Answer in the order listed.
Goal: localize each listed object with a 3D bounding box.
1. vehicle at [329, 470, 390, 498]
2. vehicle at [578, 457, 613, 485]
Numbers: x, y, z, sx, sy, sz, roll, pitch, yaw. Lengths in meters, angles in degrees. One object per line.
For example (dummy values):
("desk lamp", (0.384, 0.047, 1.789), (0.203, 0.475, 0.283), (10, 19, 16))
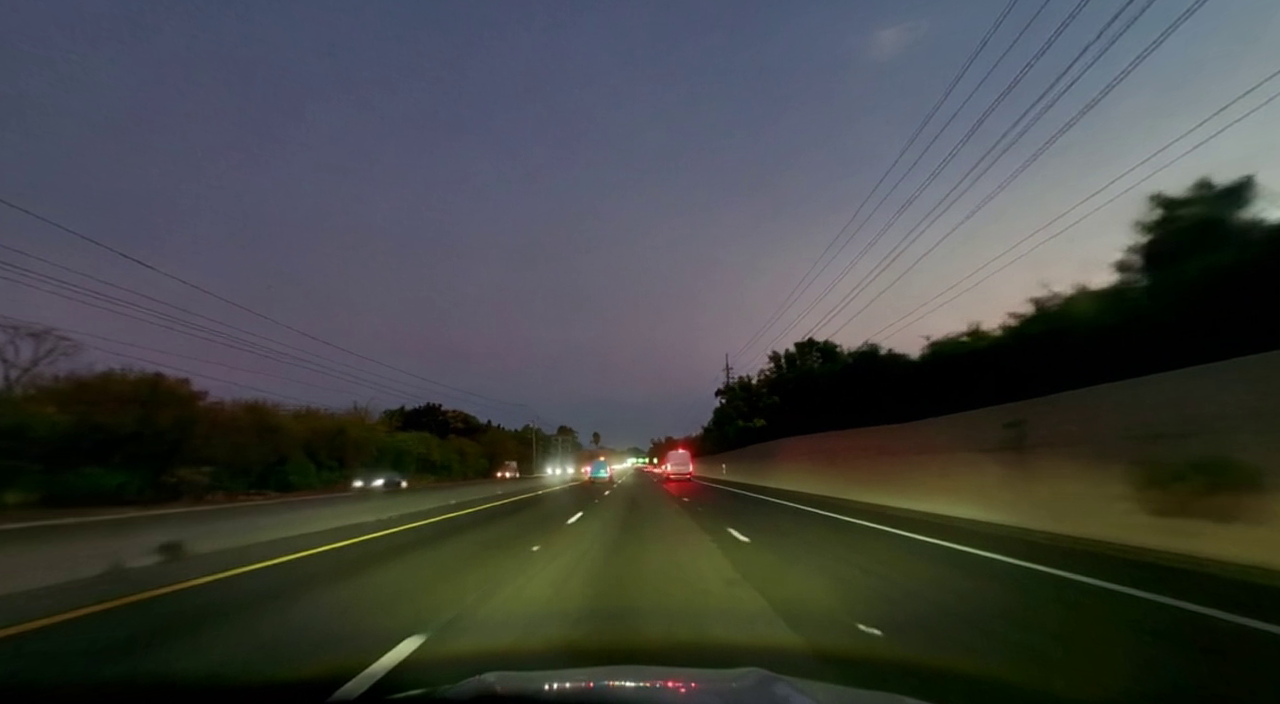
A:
("vehicle", (-17.444, 8.196, 39.362), (1.980, 1.566, 3.795), (1, -11, 0))
("vehicle", (-3.365, 9.166, 48.702), (2.324, 2.008, 4.654), (1, -10, 0))
